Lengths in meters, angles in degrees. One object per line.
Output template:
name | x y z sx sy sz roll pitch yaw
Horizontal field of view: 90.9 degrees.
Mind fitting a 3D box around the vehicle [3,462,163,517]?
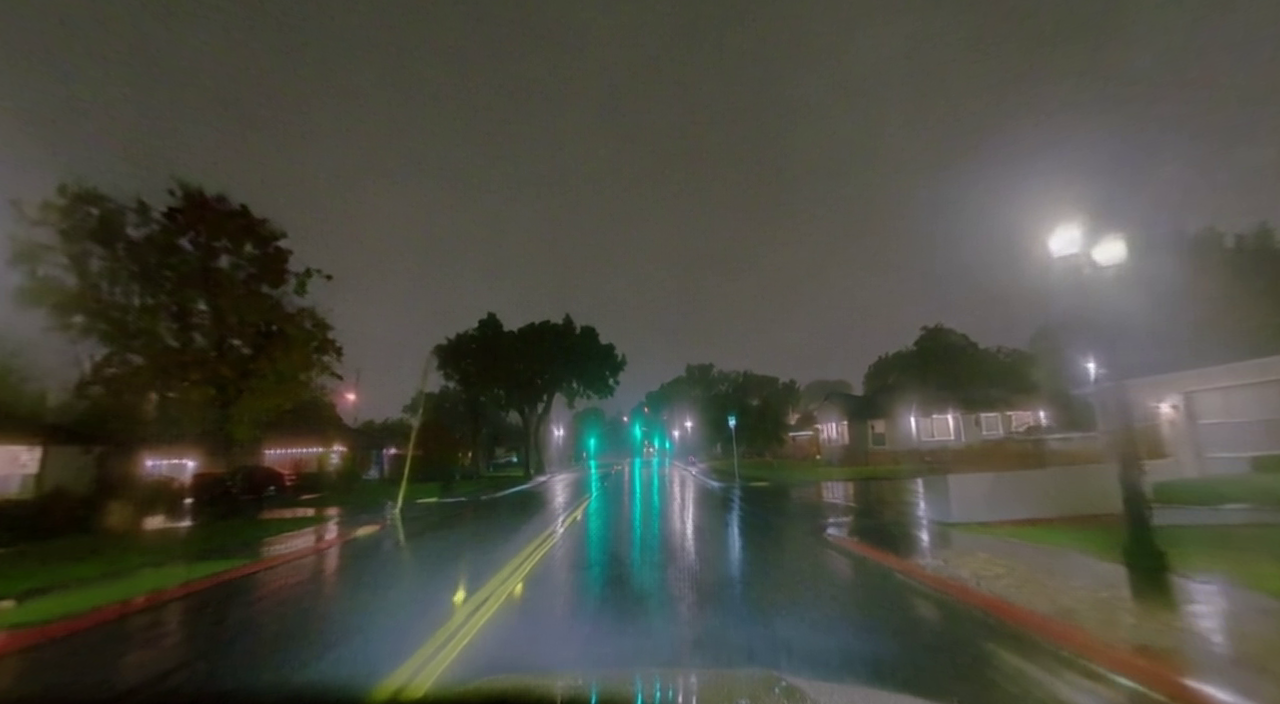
vehicle | -20.502 5.045 23.529 1.909 1.691 4.499 0 -8 -1

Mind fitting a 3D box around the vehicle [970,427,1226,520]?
vehicle | 8.601 2.231 12.413 1.806 1.496 4.164 0 -7 -2

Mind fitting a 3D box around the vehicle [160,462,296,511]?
vehicle | -15.054 4.909 23.431 1.830 1.495 4.641 0 -8 1

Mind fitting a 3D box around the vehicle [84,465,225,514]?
vehicle | -17.902 5.051 23.550 1.903 1.500 4.214 0 -8 0
